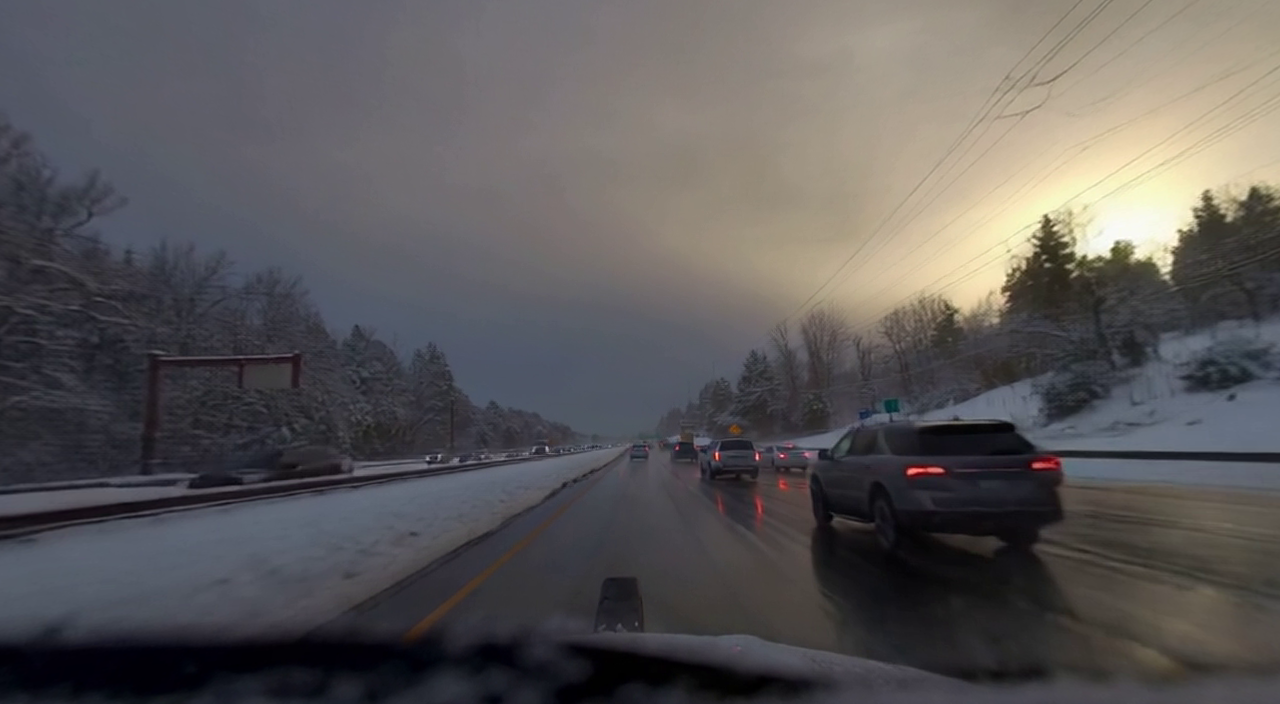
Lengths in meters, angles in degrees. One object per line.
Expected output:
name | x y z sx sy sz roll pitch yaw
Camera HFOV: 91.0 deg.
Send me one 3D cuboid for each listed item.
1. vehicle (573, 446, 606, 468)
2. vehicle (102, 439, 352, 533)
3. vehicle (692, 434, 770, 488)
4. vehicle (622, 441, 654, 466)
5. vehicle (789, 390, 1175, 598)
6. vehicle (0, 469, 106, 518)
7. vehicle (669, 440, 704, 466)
vehicle | -3.659 7.698 46.454 2.051 1.510 4.373 0 -9 0
vehicle | -8.571 2.785 13.860 2.007 1.651 5.177 0 -9 0
vehicle | 3.249 3.993 23.369 2.111 1.755 4.459 0 -9 -1
vehicle | -0.193 7.757 48.086 2.314 1.796 4.254 0 -9 -1
vehicle | 3.614 1.608 8.044 2.138 1.826 4.783 0 -9 -1
vehicle | -22.258 5.052 22.719 1.849 1.488 4.682 0 -9 -1
vehicle | 3.502 7.747 48.346 2.095 1.886 4.727 0 -9 -2
